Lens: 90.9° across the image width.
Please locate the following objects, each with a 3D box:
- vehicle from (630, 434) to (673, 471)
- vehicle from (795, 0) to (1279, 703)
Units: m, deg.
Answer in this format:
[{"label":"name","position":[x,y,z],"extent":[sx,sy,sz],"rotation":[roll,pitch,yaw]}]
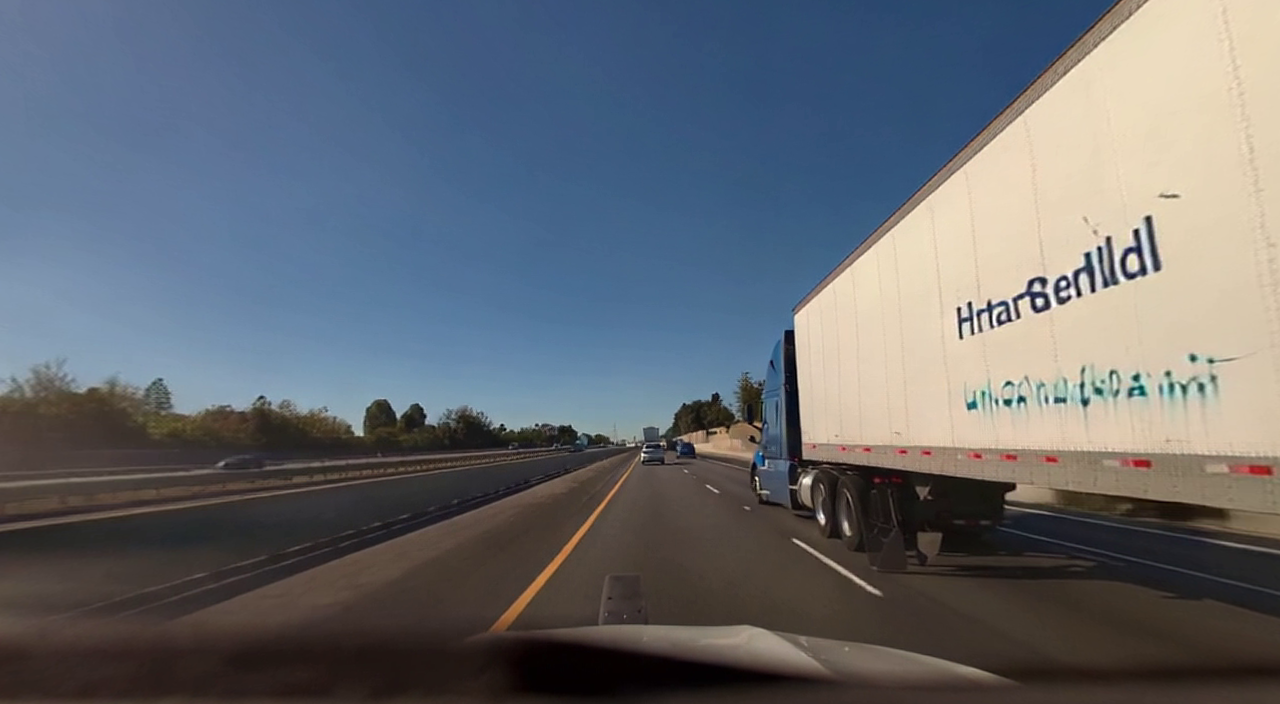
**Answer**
[{"label":"vehicle","position":[0.619,5.513,34.744],"extent":[2.205,1.860,4.301],"rotation":[0,-8,1]},{"label":"vehicle","position":[4.078,-0.450,2.501],"extent":[3.019,4.145,16.453],"rotation":[0,-8,1]}]
